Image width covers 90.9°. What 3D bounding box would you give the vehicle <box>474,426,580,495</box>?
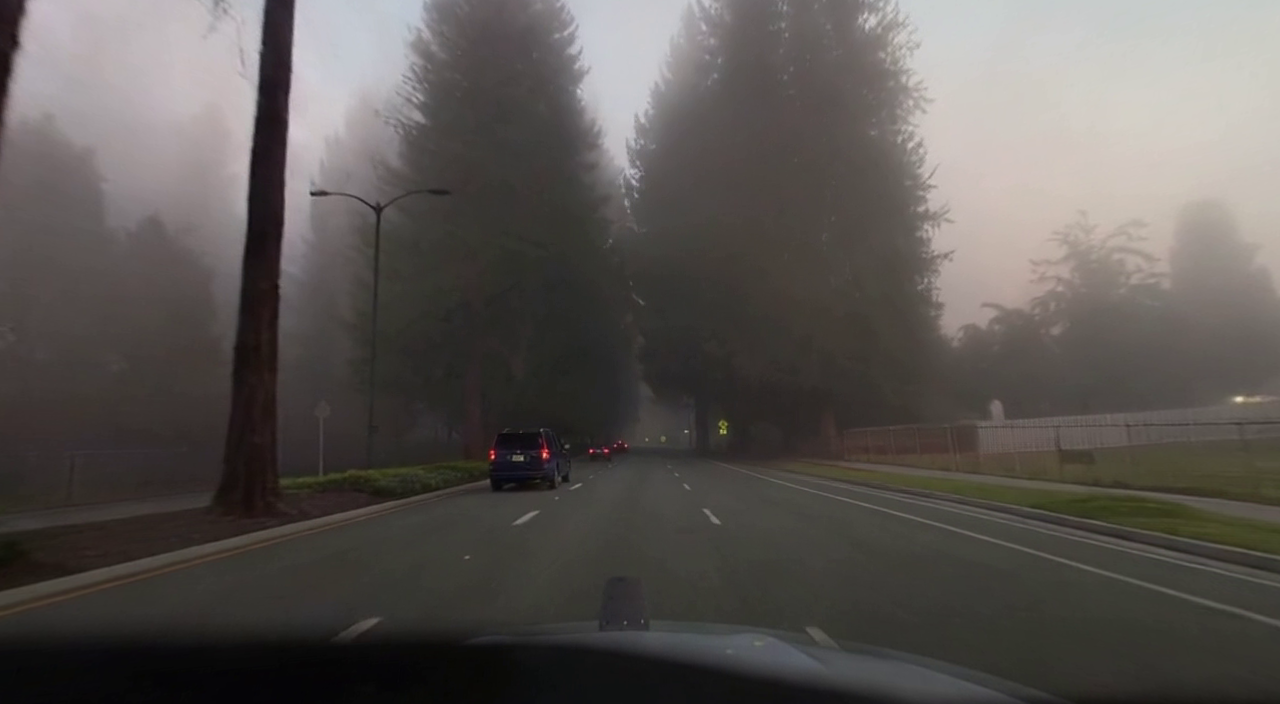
[{"bbox_3d":[-2.999,3.023,17.842,2.058,1.671,4.704,0,-9,1],"label":"vehicle"}]

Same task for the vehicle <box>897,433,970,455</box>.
[{"bbox_3d":[21.053,6.626,45.364,4.288,1.450,1.892,-1,-9,2],"label":"vehicle"}]

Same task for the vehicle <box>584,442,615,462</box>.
[{"bbox_3d":[-3.039,7.660,48.435,2.021,1.466,4.330,0,-9,1],"label":"vehicle"}]
